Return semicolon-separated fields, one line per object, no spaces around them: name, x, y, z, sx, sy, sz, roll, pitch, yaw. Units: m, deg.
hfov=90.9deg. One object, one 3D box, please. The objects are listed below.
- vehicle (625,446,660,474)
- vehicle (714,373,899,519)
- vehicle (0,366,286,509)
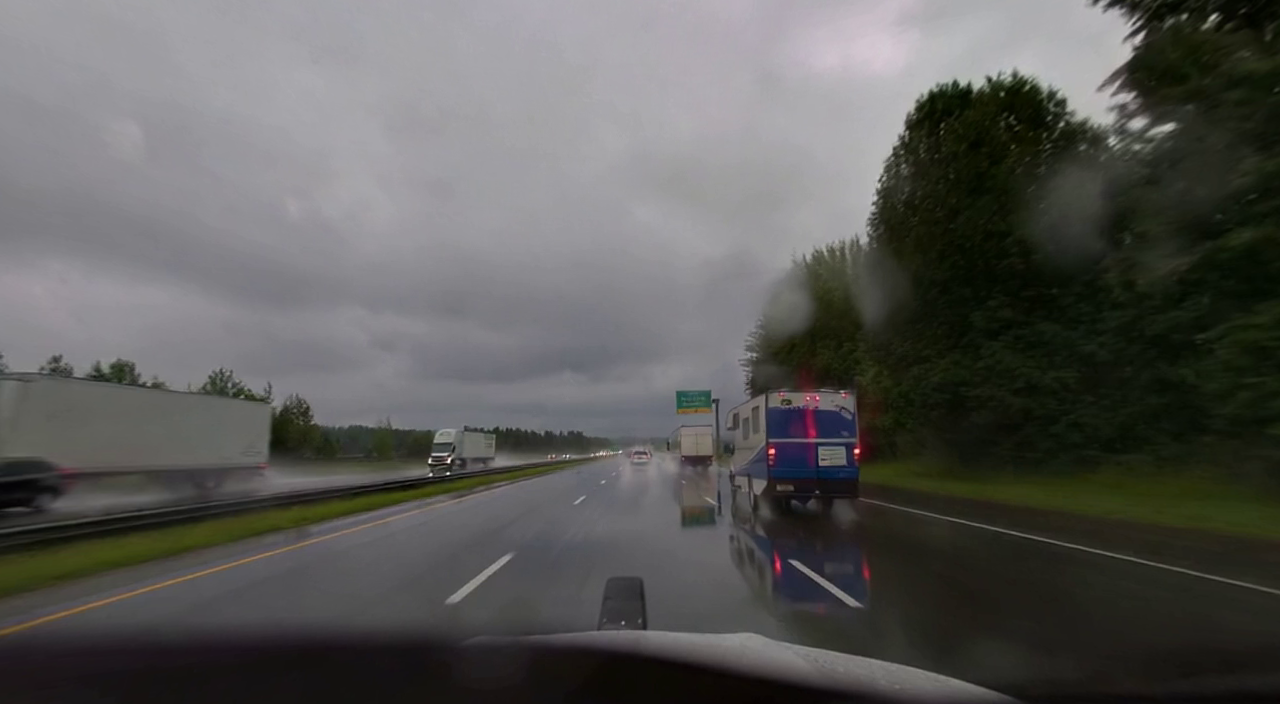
vehicle;0.167;6.917;40.495;2.151;1.678;3.923;0;-9;0
vehicle;3.848;2.501;16.716;2.698;3.001;7.323;0;-9;-2
vehicle;-19.857;3.544;25.233;3.189;4.110;13.996;0;-9;0
